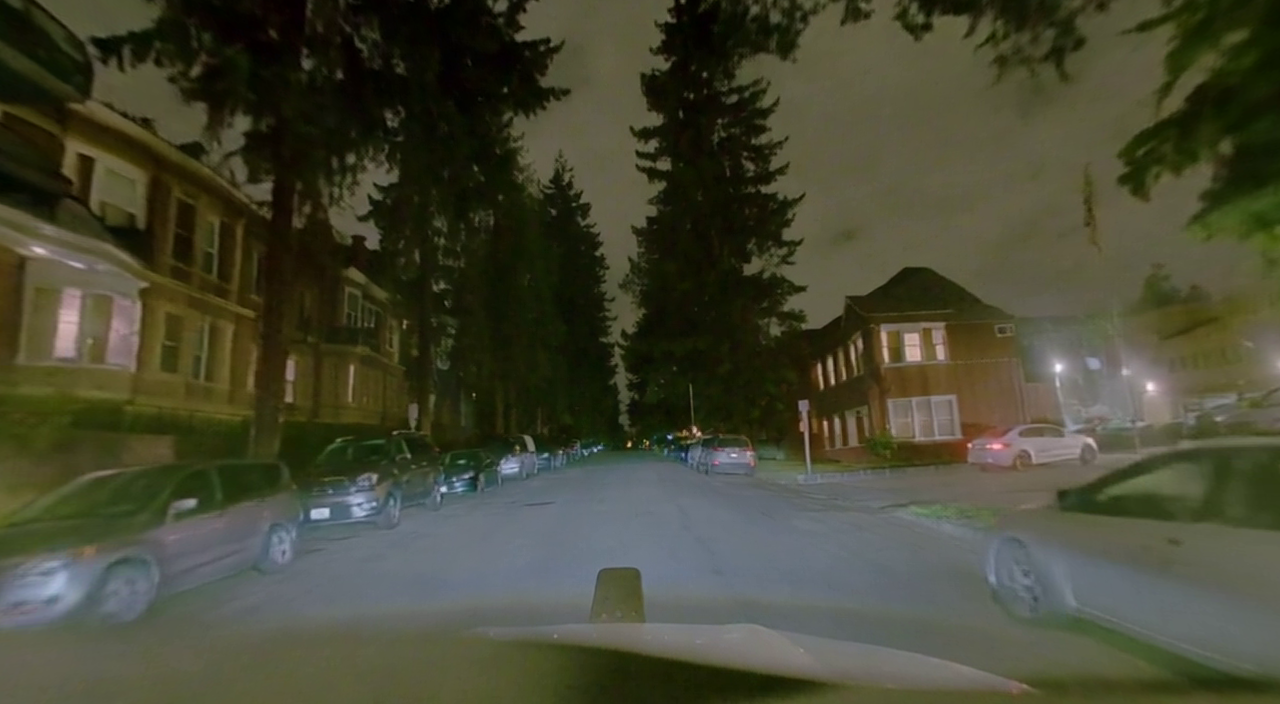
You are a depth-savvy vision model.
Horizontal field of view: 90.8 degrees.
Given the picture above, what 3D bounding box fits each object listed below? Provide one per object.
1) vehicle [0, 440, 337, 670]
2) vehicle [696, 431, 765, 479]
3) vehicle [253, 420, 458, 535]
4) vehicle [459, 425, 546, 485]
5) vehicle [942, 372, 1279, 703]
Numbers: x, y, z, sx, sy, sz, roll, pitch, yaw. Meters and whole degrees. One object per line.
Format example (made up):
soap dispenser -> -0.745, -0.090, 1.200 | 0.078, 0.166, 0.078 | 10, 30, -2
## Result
vehicle -> -4.951, 1.650, 6.360 | 1.901, 1.486, 4.422 | 1, -8, -5
vehicle -> 3.511, 4.102, 25.421 | 1.994, 1.710, 4.699 | 0, -8, -1
vehicle -> -5.305, 2.380, 12.687 | 2.042, 1.850, 4.758 | 0, -8, -2
vehicle -> -5.304, 4.054, 25.234 | 2.390, 2.123, 5.371 | 0, -8, -1
vehicle -> 3.784, 1.004, 3.327 | 1.989, 1.652, 4.662 | 0, -8, -1
